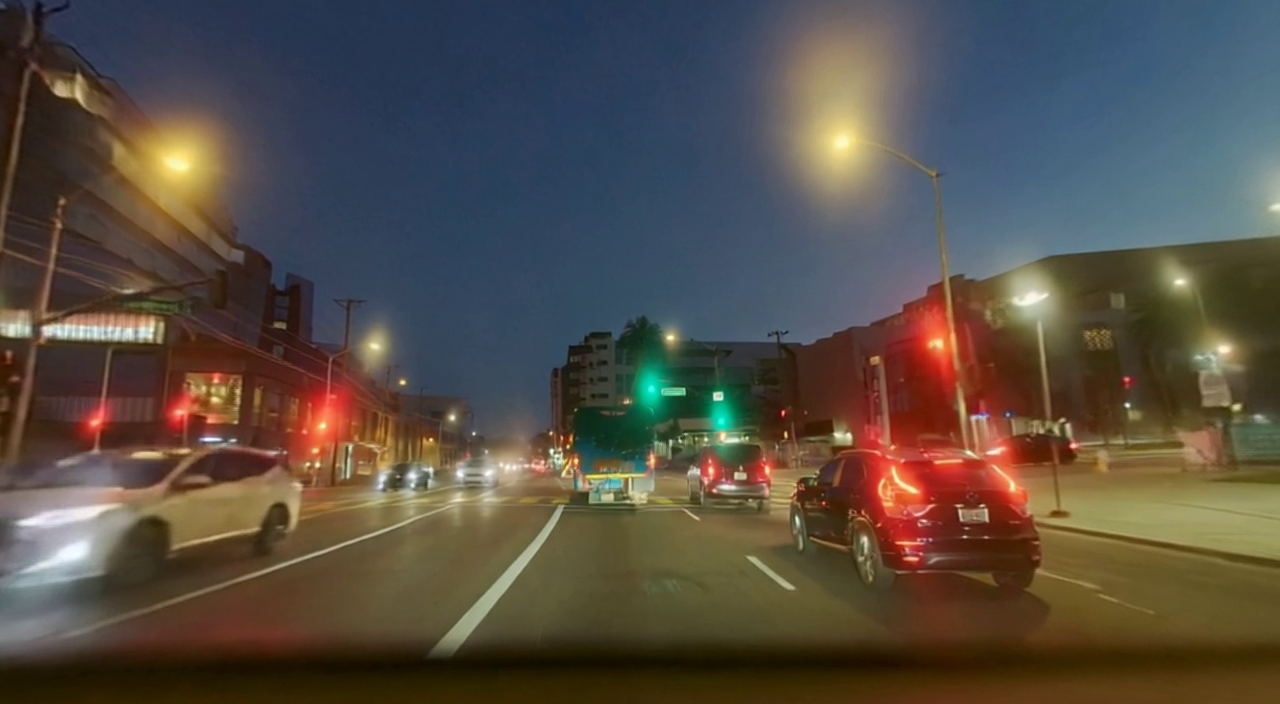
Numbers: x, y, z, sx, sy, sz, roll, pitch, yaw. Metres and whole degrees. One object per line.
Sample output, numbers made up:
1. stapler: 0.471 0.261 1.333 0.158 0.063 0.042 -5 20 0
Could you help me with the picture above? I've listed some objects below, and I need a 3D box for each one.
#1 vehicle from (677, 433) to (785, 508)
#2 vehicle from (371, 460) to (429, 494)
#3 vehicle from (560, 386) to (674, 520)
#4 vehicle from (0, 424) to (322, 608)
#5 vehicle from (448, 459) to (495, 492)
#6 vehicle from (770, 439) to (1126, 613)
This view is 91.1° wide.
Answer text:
1. vehicle: 2.574 3.584 19.394 2.157 1.944 5.423 1 -9 -4
2. vehicle: -12.891 6.695 33.972 1.959 1.636 4.159 1 -9 -8
3. vehicle: -0.824 2.729 17.085 2.517 2.926 6.177 1 -9 -6
4. vehicle: -6.330 1.916 8.245 2.058 1.730 4.466 0 -9 -2
5. vehicle: -8.614 6.343 32.438 1.878 1.540 3.939 1 -9 -9
6. vehicle: 3.229 1.911 7.935 1.978 1.507 4.636 0 -9 -2
